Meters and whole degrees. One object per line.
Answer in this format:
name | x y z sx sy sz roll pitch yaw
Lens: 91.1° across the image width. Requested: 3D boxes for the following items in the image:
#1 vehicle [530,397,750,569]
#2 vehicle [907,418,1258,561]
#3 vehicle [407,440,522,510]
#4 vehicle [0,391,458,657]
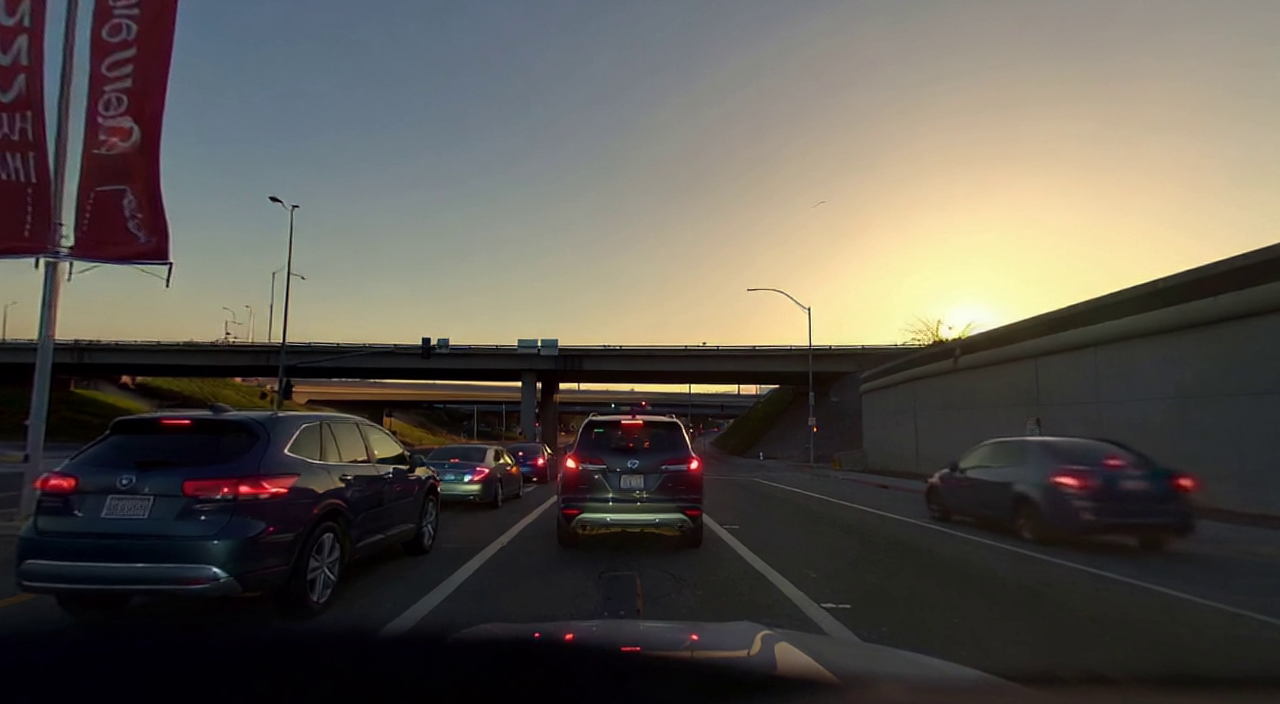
vehicle | -0.079 1.765 9.206 2.409 1.864 4.471 0 -9 -2
vehicle | 6.476 2.046 10.137 2.191 1.730 4.658 0 -9 -1
vehicle | -4.146 2.942 15.431 1.797 1.505 3.506 0 -9 0
vehicle | -3.495 1.433 6.273 2.039 1.709 4.265 0 -9 0
